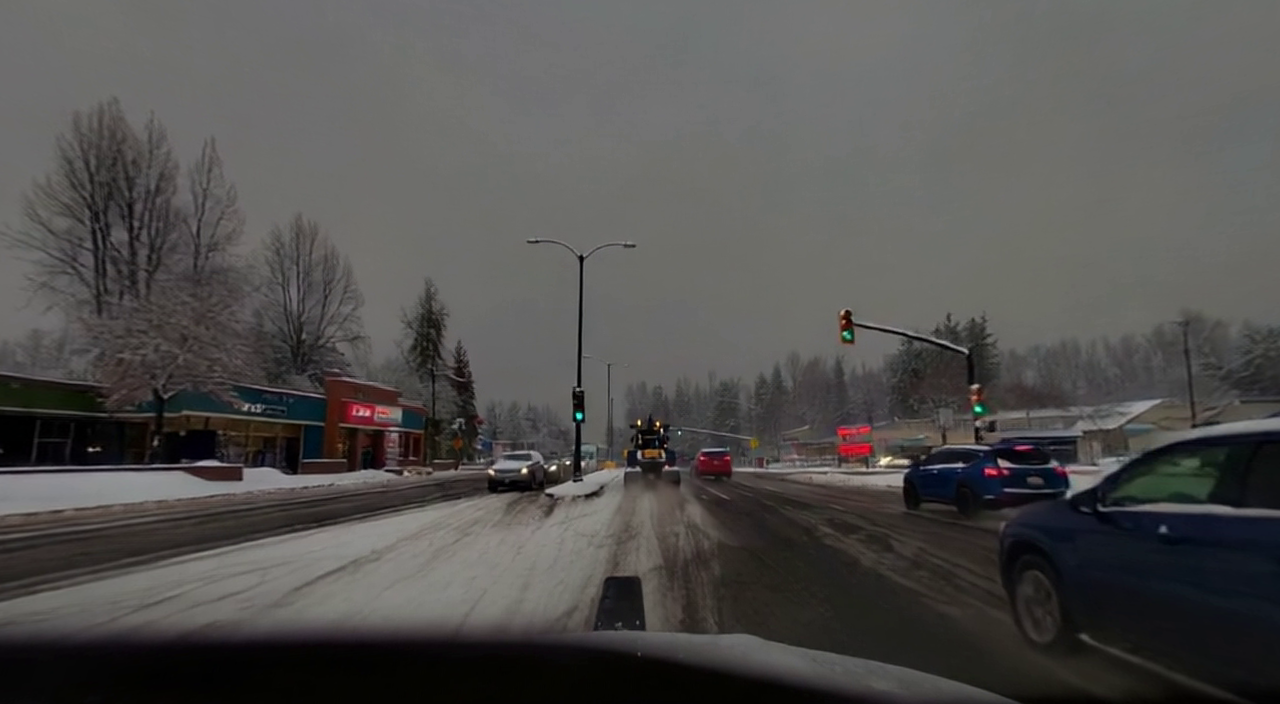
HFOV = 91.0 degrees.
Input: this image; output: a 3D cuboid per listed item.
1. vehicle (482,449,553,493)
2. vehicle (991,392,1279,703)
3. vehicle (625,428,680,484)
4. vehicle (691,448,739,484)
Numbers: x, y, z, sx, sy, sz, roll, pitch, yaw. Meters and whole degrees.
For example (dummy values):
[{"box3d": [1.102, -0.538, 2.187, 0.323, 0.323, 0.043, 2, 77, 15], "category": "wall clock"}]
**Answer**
[{"box3d": [-4.690, 4.596, 24.753, 2.001, 1.518, 4.316, 0, -9, -1], "category": "vehicle"}, {"box3d": [3.568, 0.983, 2.538, 2.025, 1.618, 3.949, 0, -9, 1], "category": "vehicle"}, {"box3d": [0.549, 5.167, 31.527, 2.370, 2.518, 3.858, -1, -8, -3], "category": "vehicle"}, {"box3d": [3.926, 6.046, 33.793, 2.025, 1.754, 4.311, 0, -9, 0], "category": "vehicle"}]
